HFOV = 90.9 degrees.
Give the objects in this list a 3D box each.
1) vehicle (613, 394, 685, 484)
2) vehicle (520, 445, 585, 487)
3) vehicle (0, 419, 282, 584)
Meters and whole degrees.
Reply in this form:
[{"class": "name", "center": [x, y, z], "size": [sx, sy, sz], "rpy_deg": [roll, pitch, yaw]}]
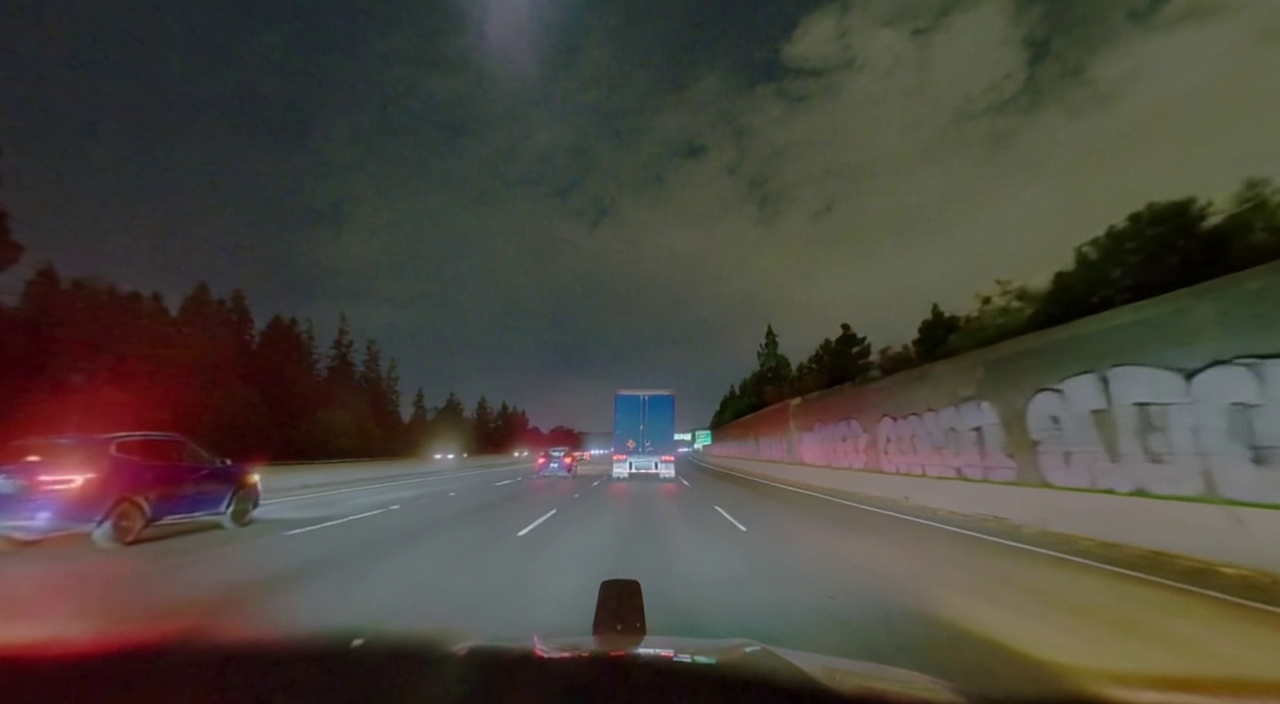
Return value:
[{"class": "vehicle", "center": [0.295, 4.306, 30.608], "size": [2.915, 3.661, 9.741], "rpy_deg": [0, -9, -1]}, {"class": "vehicle", "center": [-3.411, 4.558, 25.416], "size": [2.020, 1.505, 4.171], "rpy_deg": [0, -9, 0]}, {"class": "vehicle", "center": [-6.906, 1.796, 8.278], "size": [2.005, 1.607, 4.042], "rpy_deg": [0, -9, 0]}]
